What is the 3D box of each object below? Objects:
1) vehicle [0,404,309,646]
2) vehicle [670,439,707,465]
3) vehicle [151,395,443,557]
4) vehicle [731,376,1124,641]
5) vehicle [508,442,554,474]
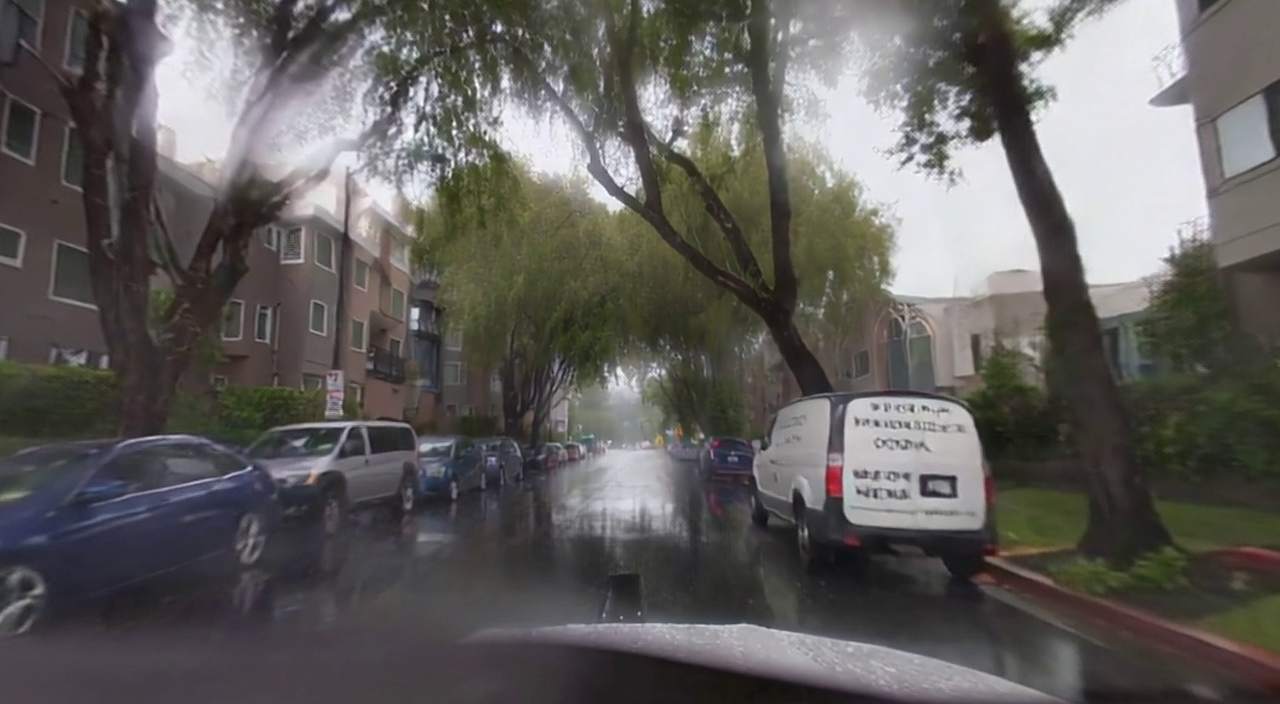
[{"bbox_3d":[-5.482,1.507,6.147,1.838,1.725,4.660,0,-9,2],"label":"vehicle"},{"bbox_3d":[2.951,6.208,39.178,1.835,1.490,4.134,0,-9,-2],"label":"vehicle"},{"bbox_3d":[-5.464,2.047,11.347,2.196,2.059,5.748,-2,-8,-2],"label":"vehicle"},{"bbox_3d":[2.749,1.397,7.846,2.259,2.119,5.281,0,-3,-2],"label":"vehicle"},{"bbox_3d":[-5.476,5.379,32.156,1.722,1.491,3.431,0,-9,0],"label":"vehicle"}]
